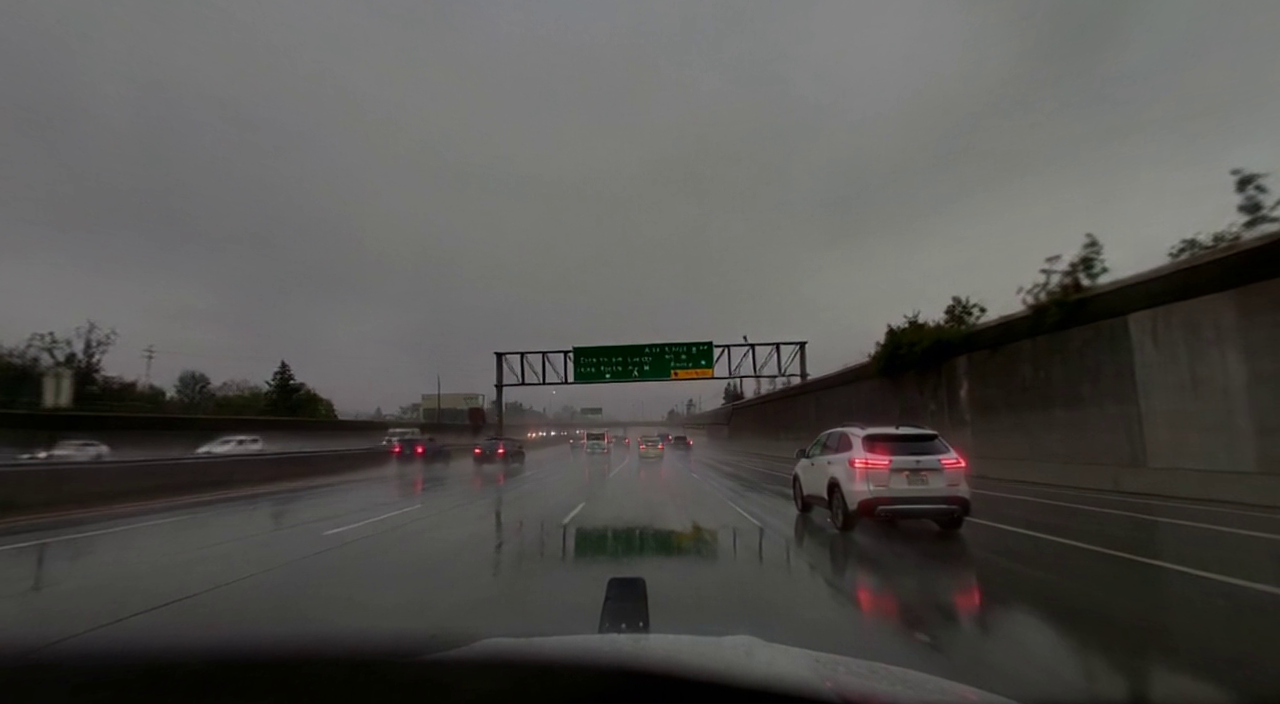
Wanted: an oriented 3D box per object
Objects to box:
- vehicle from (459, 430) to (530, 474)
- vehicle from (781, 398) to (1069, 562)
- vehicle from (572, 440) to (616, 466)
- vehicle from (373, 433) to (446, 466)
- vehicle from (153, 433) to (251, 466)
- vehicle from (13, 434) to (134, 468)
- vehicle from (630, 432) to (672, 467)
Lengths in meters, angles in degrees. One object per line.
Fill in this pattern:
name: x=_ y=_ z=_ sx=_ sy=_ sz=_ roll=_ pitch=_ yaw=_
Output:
vehicle: x=-6.047 y=4.187 z=26.641 sx=1.946 sy=1.688 sz=4.019 roll=0 pitch=-8 yaw=1
vehicle: x=3.708 y=1.766 z=9.422 sx=2.083 sy=1.823 sz=4.627 roll=0 pitch=-8 yaw=-1
vehicle: x=-2.615 y=5.832 z=36.716 sx=2.205 sy=1.406 sz=4.286 roll=0 pitch=-8 yaw=1
vehicle: x=-12.597 y=5.372 z=34.876 sx=2.076 sy=1.701 sz=5.093 roll=0 pitch=-8 yaw=0
vehicle: x=-23.547 y=5.274 z=34.142 sx=1.997 sy=1.665 sz=4.414 roll=0 pitch=-8 yaw=2
vehicle: x=-30.767 y=5.397 z=34.492 sx=2.006 sy=1.734 sz=4.849 roll=0 pitch=-8 yaw=1
vehicle: x=0.594 y=5.182 z=33.641 sx=2.133 sy=1.739 sz=3.925 roll=0 pitch=-8 yaw=1
